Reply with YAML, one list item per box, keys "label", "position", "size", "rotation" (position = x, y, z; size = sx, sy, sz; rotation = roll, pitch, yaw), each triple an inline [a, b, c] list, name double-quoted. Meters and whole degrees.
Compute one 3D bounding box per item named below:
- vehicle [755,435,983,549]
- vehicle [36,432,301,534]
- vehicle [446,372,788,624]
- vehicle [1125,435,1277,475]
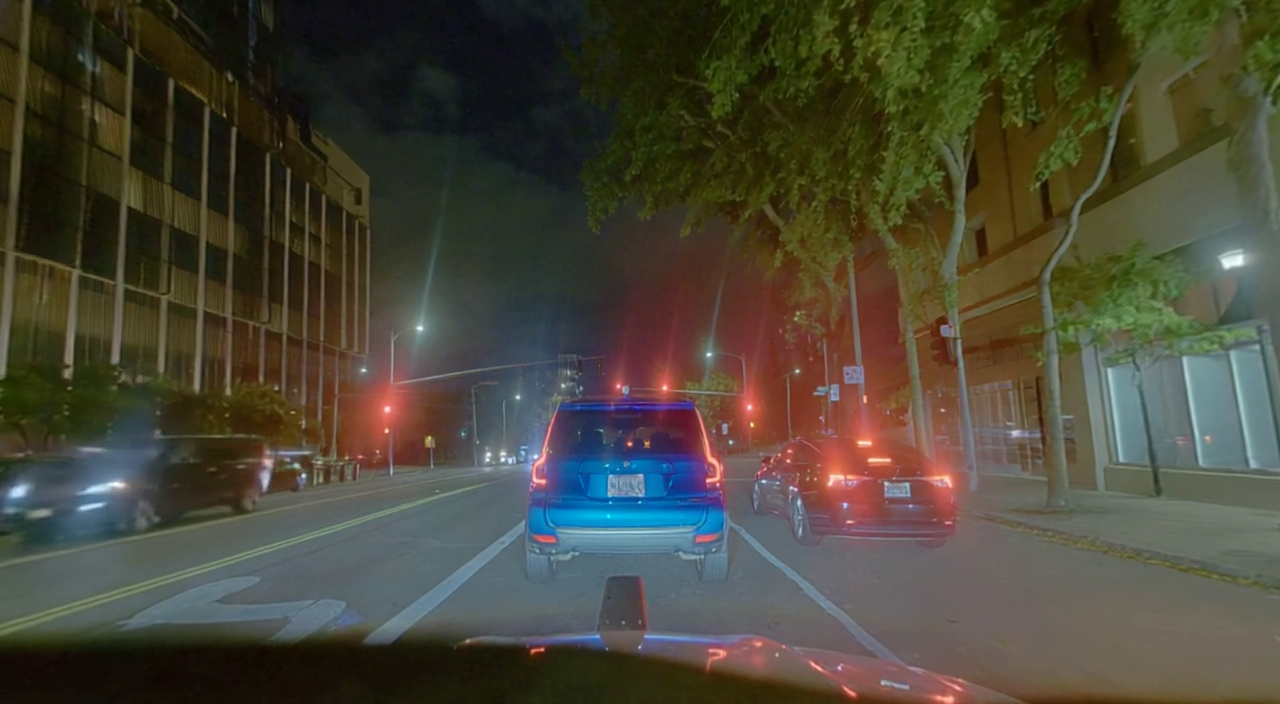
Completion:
- label: "vehicle"
  position: [3.290, 2.086, 10.087]
  size: [2.056, 1.422, 4.130]
  rotation: [0, -8, -1]
- label: "vehicle"
  position: [-9.202, 2.547, 12.885]
  size: [2.054, 1.722, 4.292]
  rotation: [0, -8, 0]
- label: "vehicle"
  position: [-0.158, 1.364, 6.765]
  size: [2.453, 1.816, 4.300]
  rotation: [0, -8, 0]
- label: "vehicle"
  position: [22.127, 4.058, 24.994]
  size: [4.055, 1.469, 1.848]
  rotation: [-4, -9, 26]
